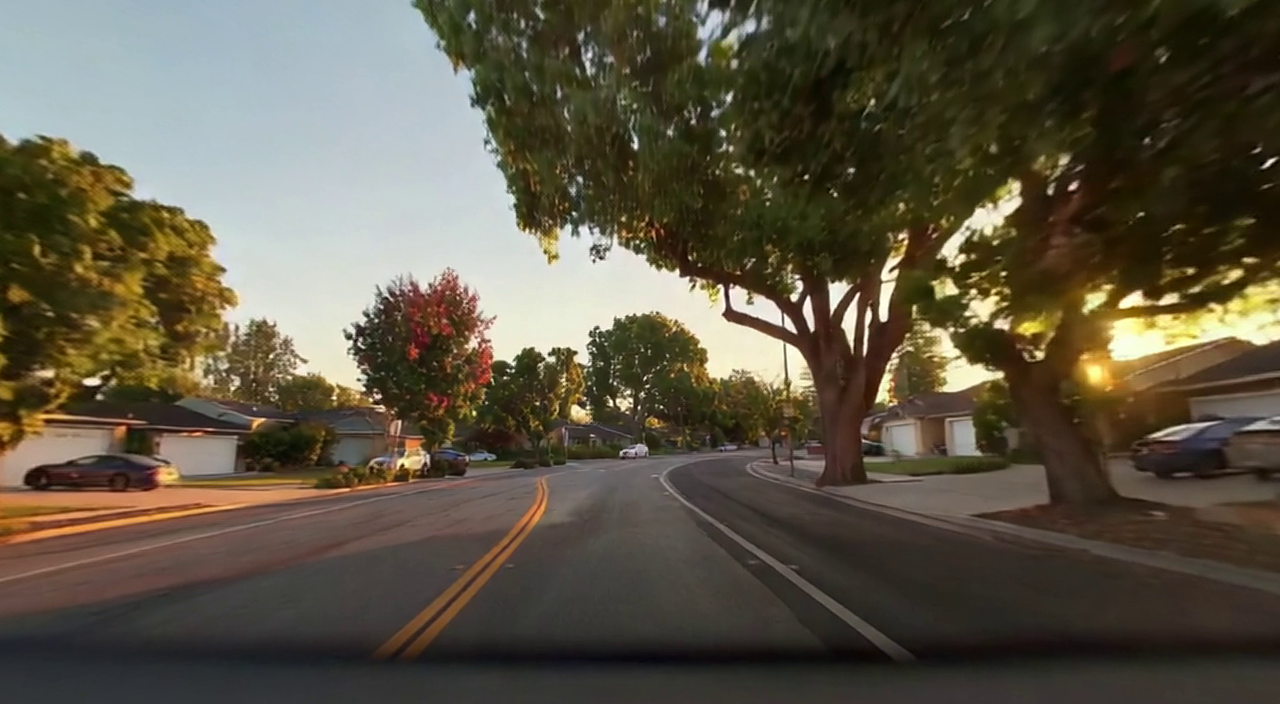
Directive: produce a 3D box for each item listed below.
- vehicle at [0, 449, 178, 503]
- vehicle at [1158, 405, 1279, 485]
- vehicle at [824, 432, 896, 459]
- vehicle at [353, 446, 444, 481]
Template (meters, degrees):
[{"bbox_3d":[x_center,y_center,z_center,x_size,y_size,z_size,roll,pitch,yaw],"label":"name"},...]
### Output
[{"bbox_3d":[-20.688,4.558,23.512,5.166,1.847,2.049,0,-9,-5],"label":"vehicle"},{"bbox_3d":[15.108,2.161,14.756,4.069,1.751,1.899,-3,-9,12],"label":"vehicle"},{"bbox_3d":[17.258,7.385,49.795,5.073,1.729,2.161,-6,-11,16],"label":"vehicle"},{"bbox_3d":[-14.810,6.878,39.368,2.418,1.969,6.615,-2,-9,7],"label":"vehicle"}]
